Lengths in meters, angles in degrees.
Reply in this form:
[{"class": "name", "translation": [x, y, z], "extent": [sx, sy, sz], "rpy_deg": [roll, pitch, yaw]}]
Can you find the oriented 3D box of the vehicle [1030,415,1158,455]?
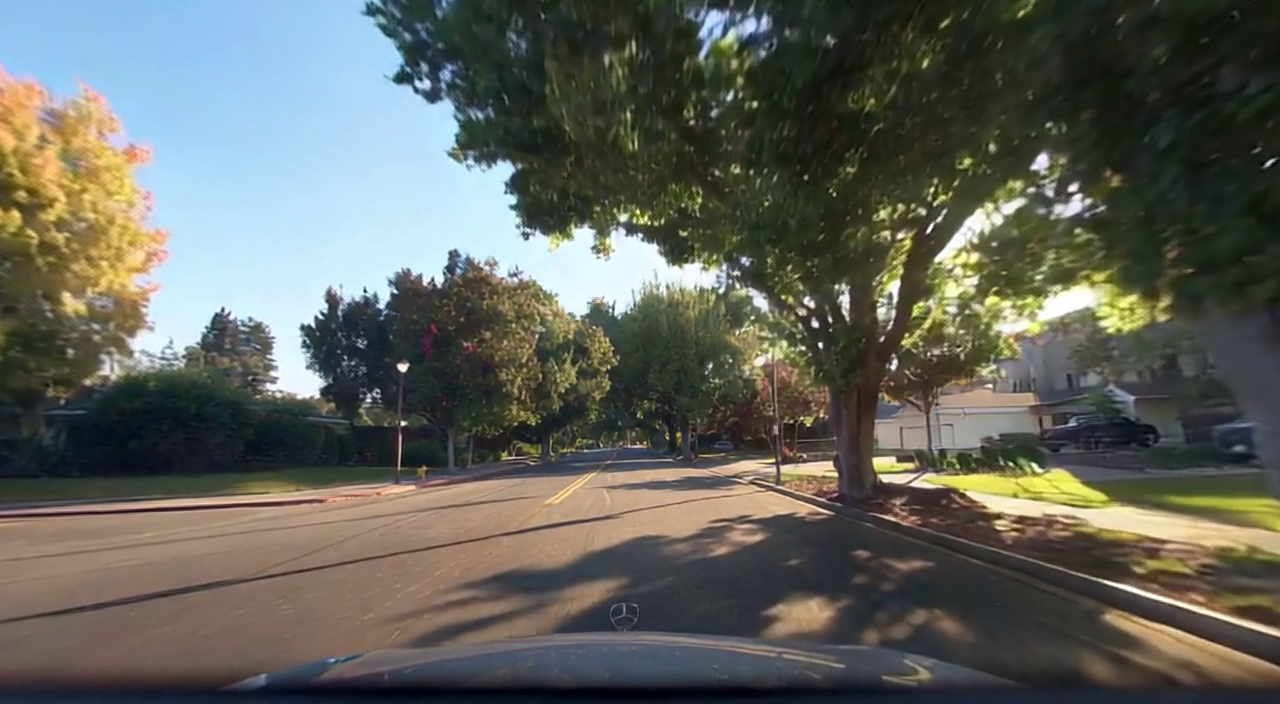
[{"class": "vehicle", "translation": [18.849, 3.481, 26.306], "extent": [3.730, 1.604, 2.027], "rpy_deg": [0, -8, 2]}]
